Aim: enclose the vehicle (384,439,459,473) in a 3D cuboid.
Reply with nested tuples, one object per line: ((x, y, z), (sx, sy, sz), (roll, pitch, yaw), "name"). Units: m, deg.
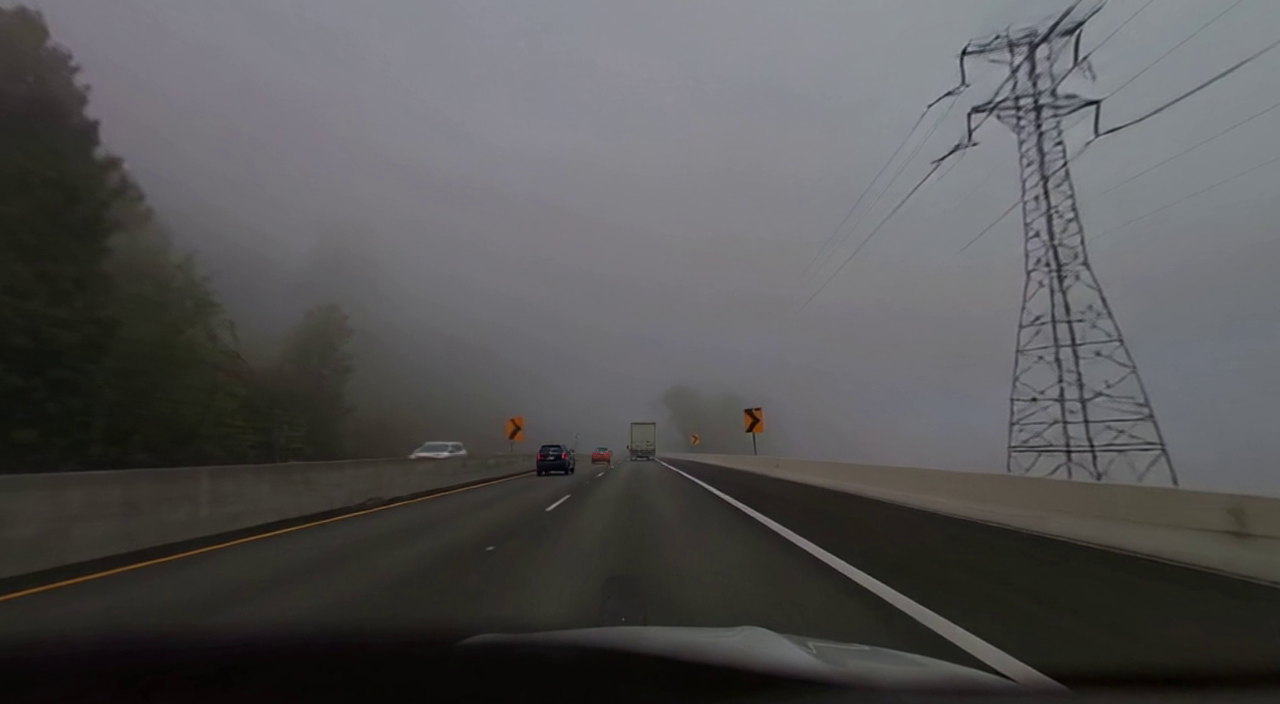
((-11.798, 5.663, 34.411), (2.228, 1.677, 5.206), (0, -9, 0), "vehicle")

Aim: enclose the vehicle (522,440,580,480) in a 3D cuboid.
((-4.053, 5.006, 29.538), (2.111, 1.735, 4.066), (0, -9, 0), "vehicle")
